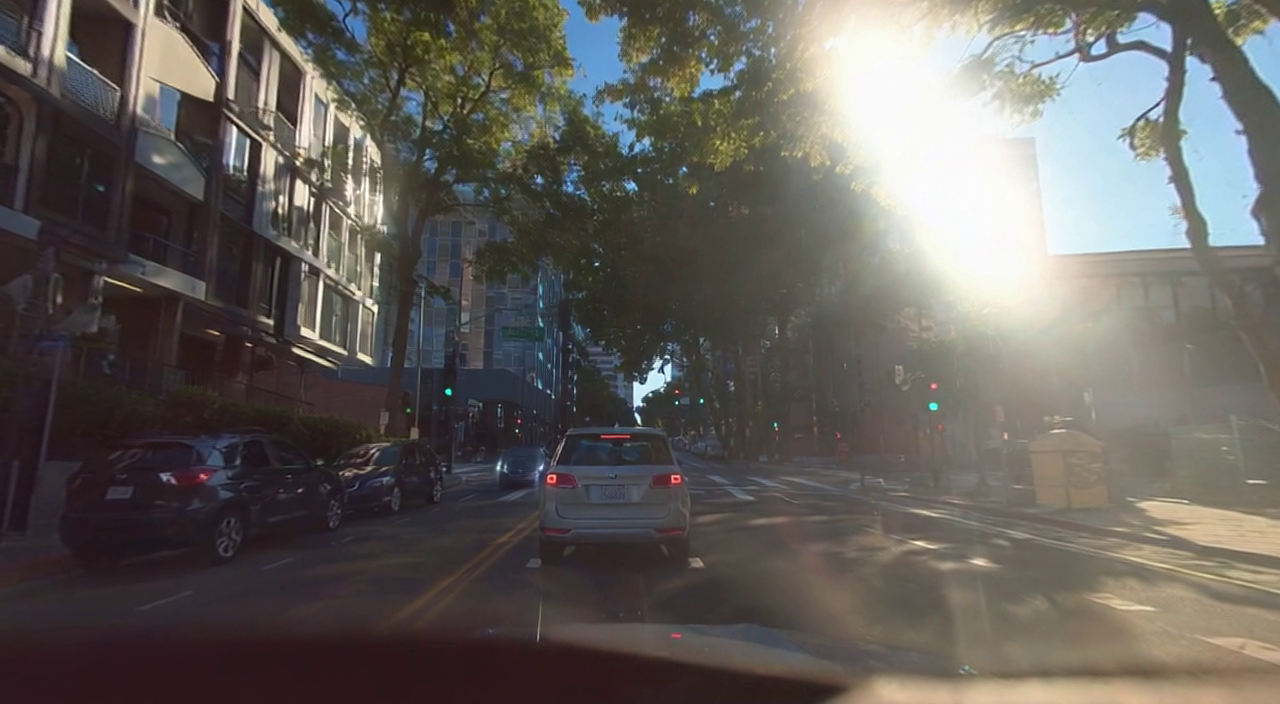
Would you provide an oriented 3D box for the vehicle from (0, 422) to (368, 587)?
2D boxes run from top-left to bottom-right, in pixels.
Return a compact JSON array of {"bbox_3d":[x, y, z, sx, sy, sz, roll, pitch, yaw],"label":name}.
[{"bbox_3d":[-5.760,1.918,8.860,1.904,1.684,4.529,0,-9,-1],"label":"vehicle"}]

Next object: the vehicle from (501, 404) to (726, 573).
[{"bbox_3d":[-0.249,1.671,8.397,2.258,1.687,3.934,0,-9,1],"label":"vehicle"}]
